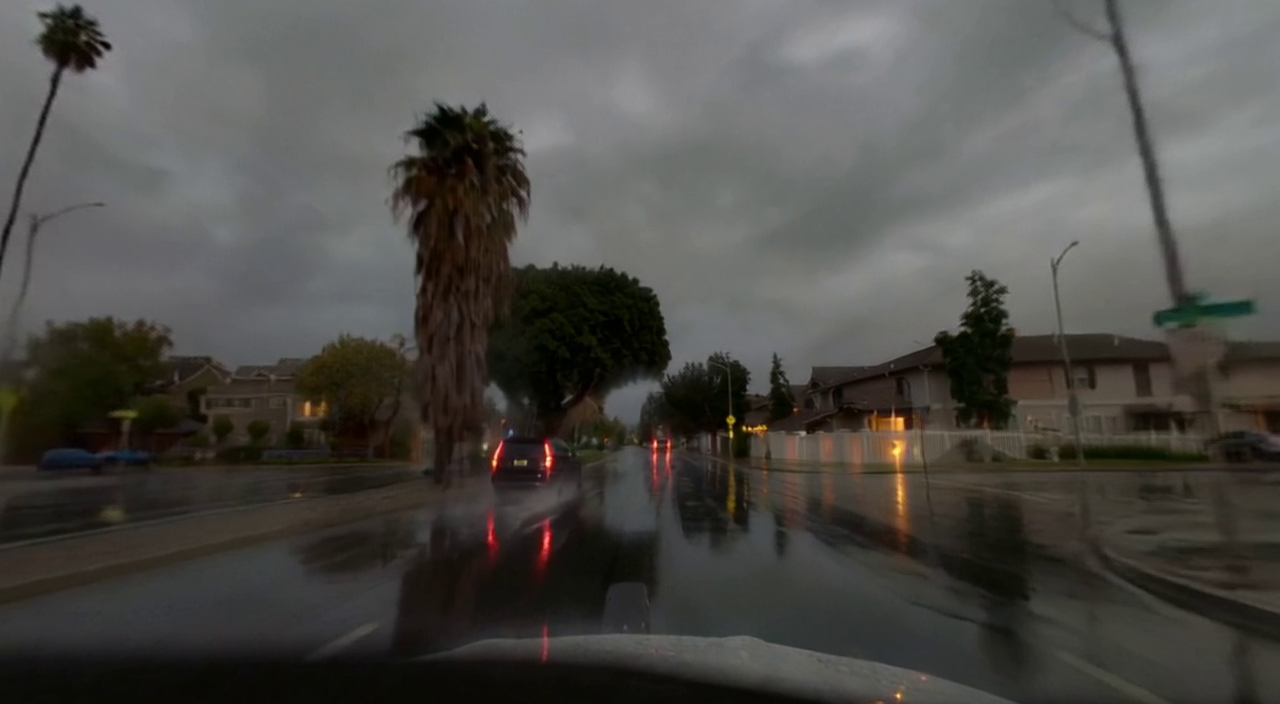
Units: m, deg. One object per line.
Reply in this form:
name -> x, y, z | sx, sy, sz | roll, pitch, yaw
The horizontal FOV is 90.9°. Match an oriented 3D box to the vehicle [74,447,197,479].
vehicle -> -25.464, 5.578, 31.874 | 4.776, 1.491, 1.991 | -1, -9, 8

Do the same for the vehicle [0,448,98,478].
vehicle -> -31.068, 5.712, 32.666 | 4.447, 1.484, 1.845 | -1, -8, 6

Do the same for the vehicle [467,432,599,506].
vehicle -> -2.330, 2.732, 15.218 | 2.075, 1.498, 4.730 | -1, -8, 4
